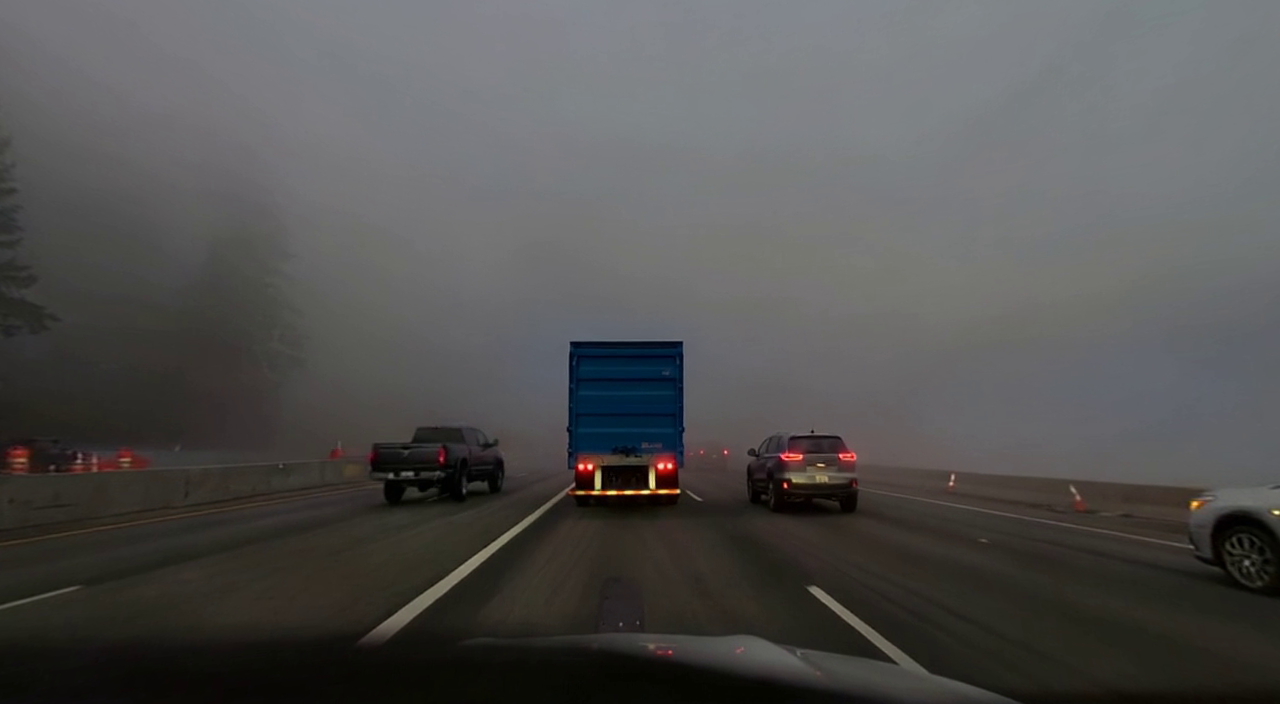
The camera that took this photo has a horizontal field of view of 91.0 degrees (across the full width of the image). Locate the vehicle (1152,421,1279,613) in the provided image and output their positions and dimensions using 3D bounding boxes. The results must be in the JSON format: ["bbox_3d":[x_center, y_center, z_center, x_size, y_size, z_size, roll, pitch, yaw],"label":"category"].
[{"bbox_3d":[6.724,1.256,4.283,2.070,1.632,4.774,2,-9,-8],"label":"vehicle"}]

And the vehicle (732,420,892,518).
[{"bbox_3d":[3.387,2.410,13.387,2.103,1.713,4.173,1,-9,-2],"label":"vehicle"}]

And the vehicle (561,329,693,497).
[{"bbox_3d":[-0.475,2.170,19.862,3.067,3.940,10.154,1,-9,-2],"label":"vehicle"}]

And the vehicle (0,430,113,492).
[{"bbox_3d":[-21.331,3.734,22.014,4.632,1.852,2.033,0,-8,16],"label":"vehicle"}]

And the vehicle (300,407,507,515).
[{"bbox_3d":[-5.005,2.465,14.667,2.421,1.965,5.980,0,-9,1],"label":"vehicle"}]
